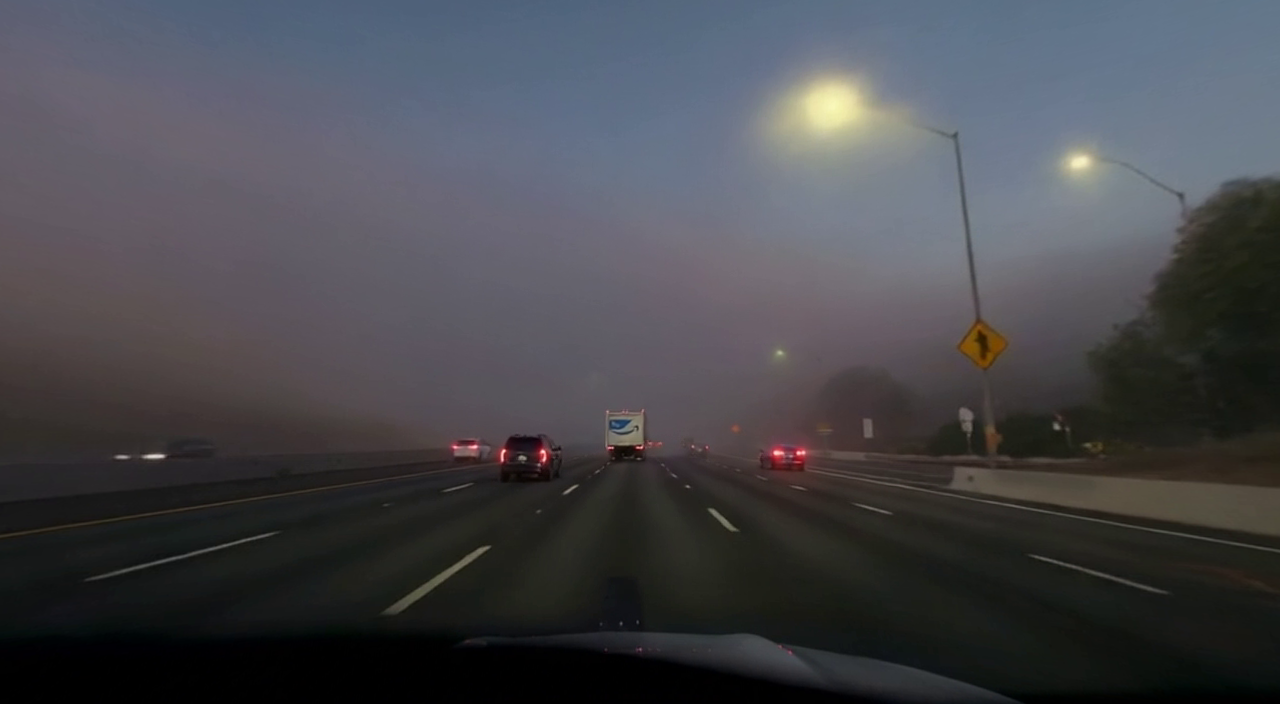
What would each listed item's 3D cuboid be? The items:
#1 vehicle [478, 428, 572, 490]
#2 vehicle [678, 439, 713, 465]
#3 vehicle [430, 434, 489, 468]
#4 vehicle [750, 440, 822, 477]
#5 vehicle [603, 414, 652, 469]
[{"bbox_3d":[-3.412,3.289,19.580,2.095,1.688,4.188,0,-9,1],"label":"vehicle"},{"bbox_3d":[3.681,6.710,42.503,2.067,1.654,3.985,0,-9,0],"label":"vehicle"},{"bbox_3d":[-10.123,5.588,35.690,2.023,1.739,4.229,0,-9,0],"label":"vehicle"},{"bbox_3d":[6.416,4.719,28.238,1.970,1.499,4.491,1,-9,-2],"label":"vehicle"},{"bbox_3d":[-0.556,4.956,34.754,2.456,2.705,6.251,0,-9,1],"label":"vehicle"}]
